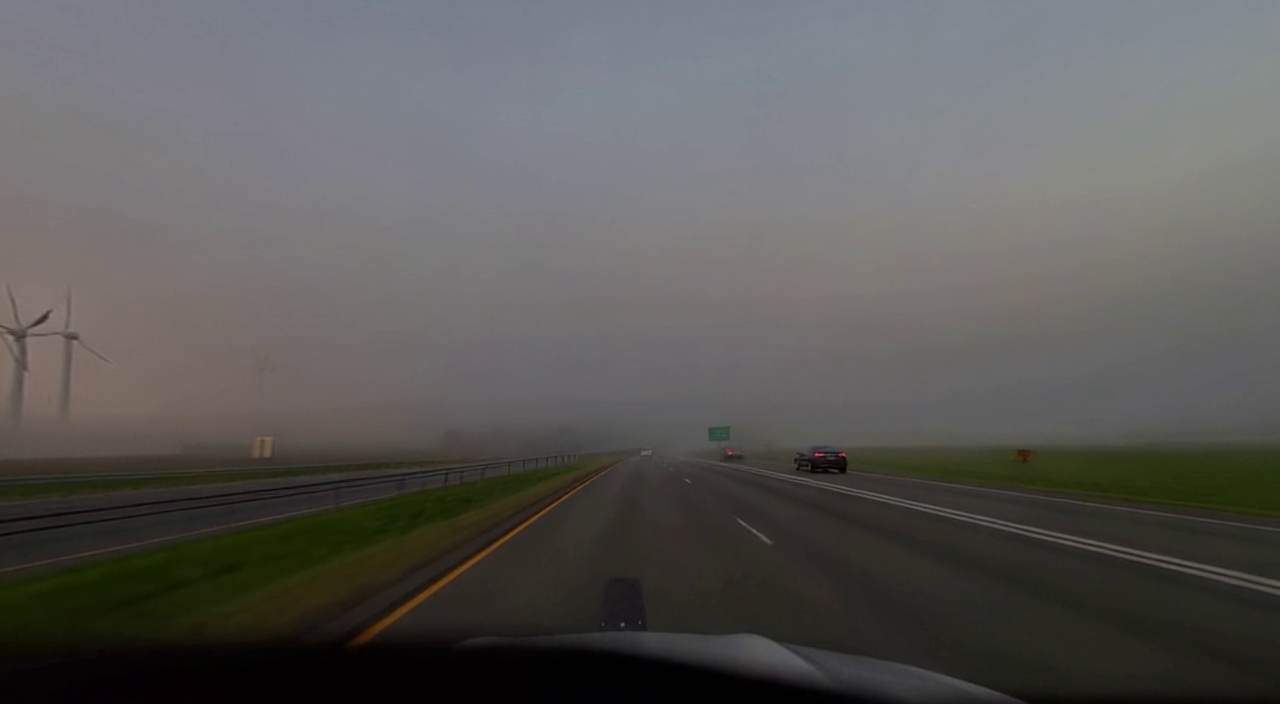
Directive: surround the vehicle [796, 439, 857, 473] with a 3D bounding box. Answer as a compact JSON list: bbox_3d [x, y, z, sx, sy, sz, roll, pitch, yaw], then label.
[{"bbox_3d":[9.957,5.574,34.008,1.897,1.669,4.825,0,-9,1],"label":"vehicle"}]
